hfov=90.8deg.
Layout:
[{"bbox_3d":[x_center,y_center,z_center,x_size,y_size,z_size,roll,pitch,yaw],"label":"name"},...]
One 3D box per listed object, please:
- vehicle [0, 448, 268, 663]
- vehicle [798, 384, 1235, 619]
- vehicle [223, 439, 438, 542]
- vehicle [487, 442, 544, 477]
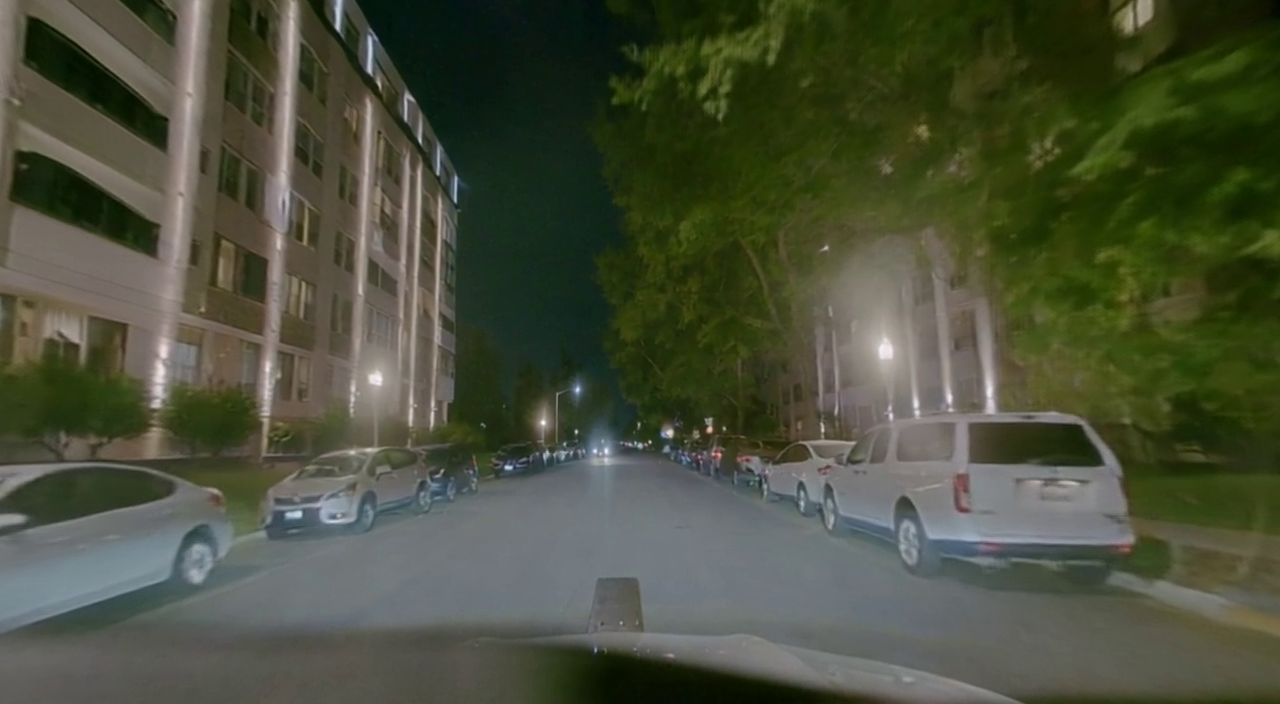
[{"bbox_3d":[-5.106,1.469,4.913,1.649,1.408,4.665,0,-8,-1],"label":"vehicle"},{"bbox_3d":[3.530,1.515,7.464,1.912,1.781,5.159,0,-8,-1],"label":"vehicle"},{"bbox_3d":[-5.319,2.385,11.665,1.711,1.500,4.510,0,-8,-1],"label":"vehicle"},{"bbox_3d":[-5.589,4.872,28.936,1.647,1.481,4.433,0,-8,1],"label":"vehicle"}]
